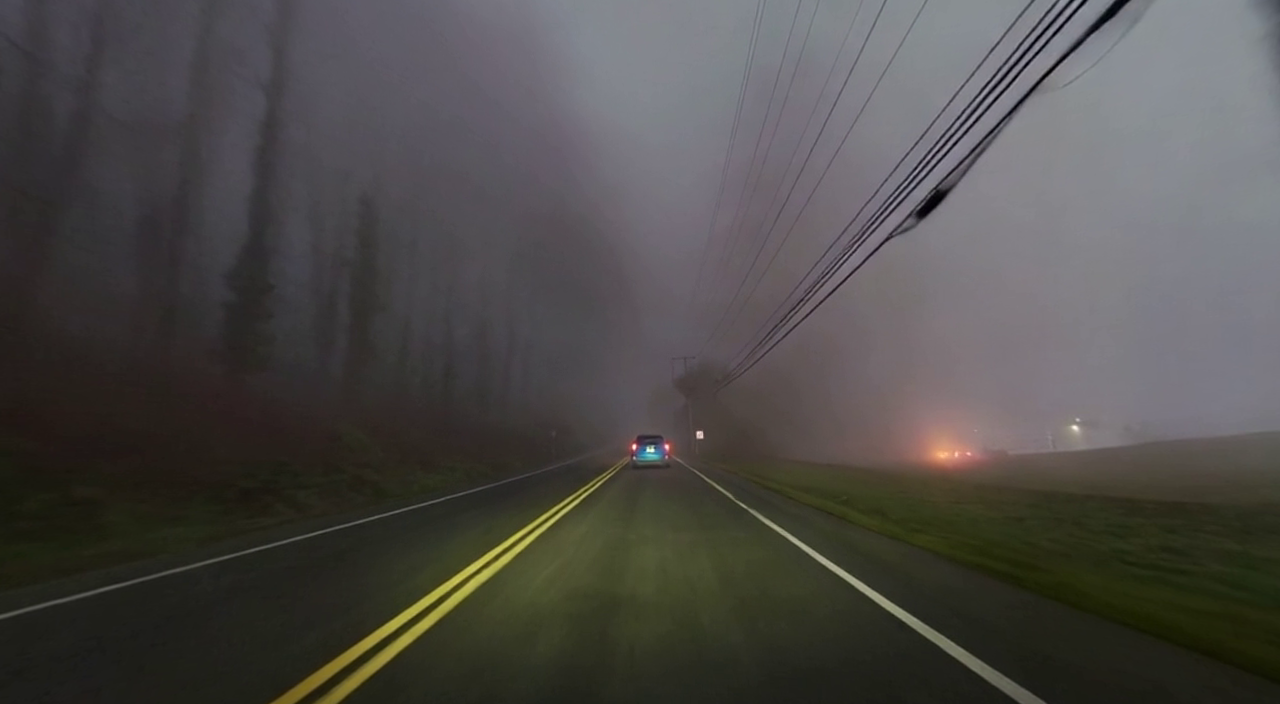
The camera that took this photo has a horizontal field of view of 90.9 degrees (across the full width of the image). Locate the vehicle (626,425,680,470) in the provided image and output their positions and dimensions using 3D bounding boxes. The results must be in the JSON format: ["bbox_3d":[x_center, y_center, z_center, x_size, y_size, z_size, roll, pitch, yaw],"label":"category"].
[{"bbox_3d":[0.611,4.683,30.958,2.468,2.056,4.422,0,-8,1],"label":"vehicle"}]
